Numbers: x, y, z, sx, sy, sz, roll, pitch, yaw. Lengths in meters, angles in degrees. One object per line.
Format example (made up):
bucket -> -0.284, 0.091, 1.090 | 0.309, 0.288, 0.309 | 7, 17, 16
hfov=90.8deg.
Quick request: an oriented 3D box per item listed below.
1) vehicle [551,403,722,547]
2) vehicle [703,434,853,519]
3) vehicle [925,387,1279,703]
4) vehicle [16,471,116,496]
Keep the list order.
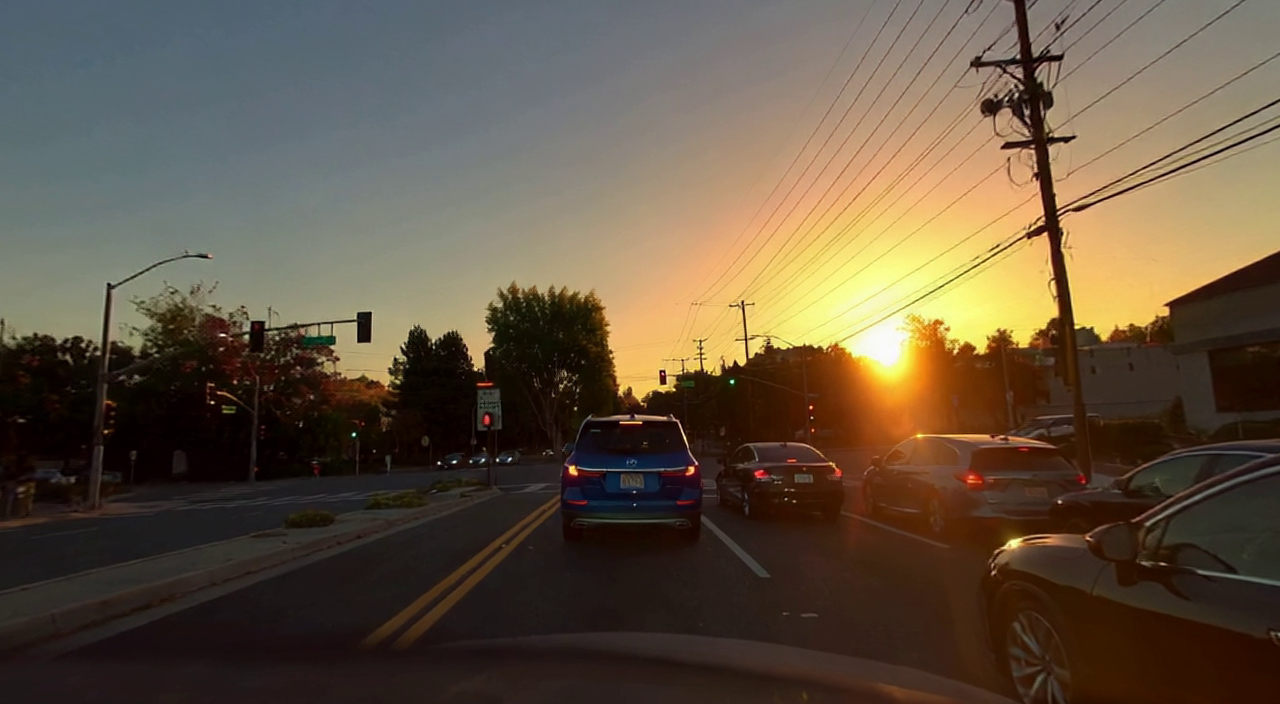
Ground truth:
vehicle -> -0.127, 1.970, 10.758 | 2.236, 1.856, 4.816 | 0, -9, -2
vehicle -> 2.659, 2.523, 13.355 | 2.025, 1.477, 4.333 | 0, -9, -2
vehicle -> 2.729, 0.808, 1.571 | 2.004, 1.460, 4.297 | 0, -9, 0
vehicle -> -38.349, 8.777, 42.308 | 4.569, 1.505, 1.992 | 0, -9, -5
